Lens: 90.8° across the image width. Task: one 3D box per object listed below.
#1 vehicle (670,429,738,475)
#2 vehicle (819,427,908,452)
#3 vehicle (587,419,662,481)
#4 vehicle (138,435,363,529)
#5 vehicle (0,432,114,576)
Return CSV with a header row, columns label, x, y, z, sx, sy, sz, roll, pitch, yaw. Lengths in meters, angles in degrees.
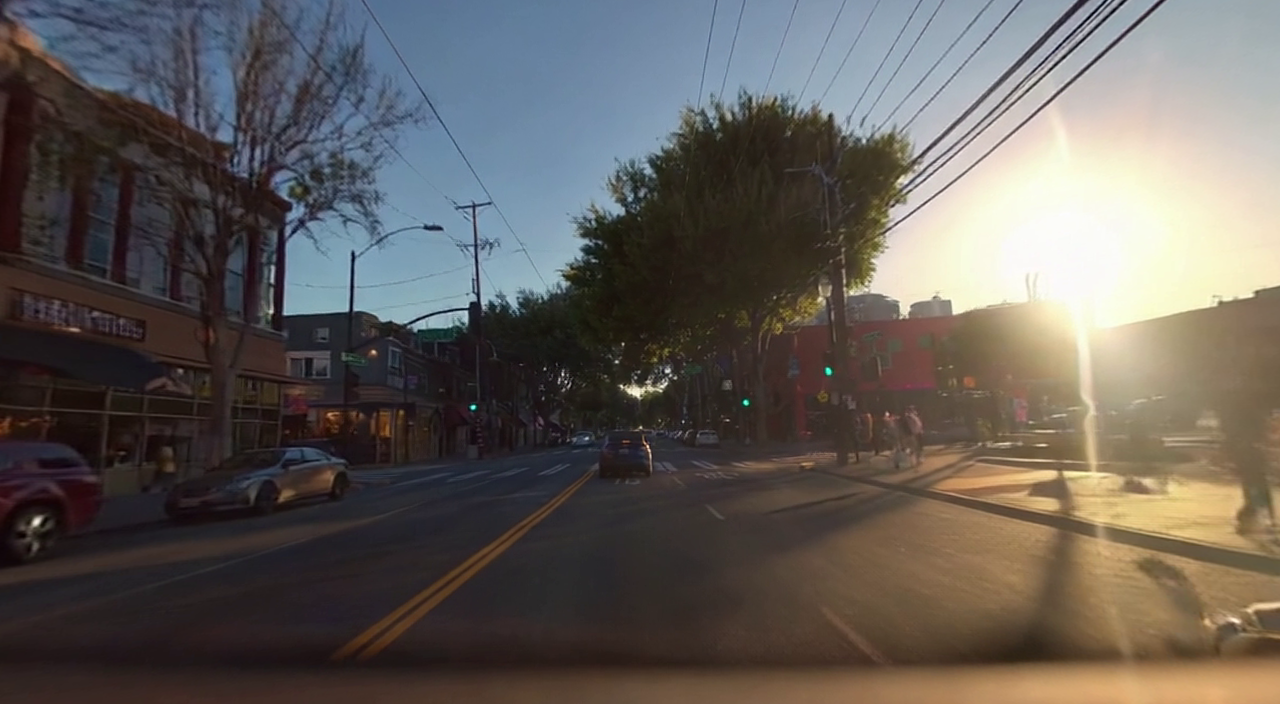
label,x,y,z,sx,sy,sz,roll,pitch,yaw
vehicle,2.294,3.749,23.909,1.998,1.580,4.015,0,-8,-2
vehicle,13.638,5.351,38.651,4.713,1.493,1.875,0,-8,-2
vehicle,-0.530,3.357,21.794,2.301,1.854,4.919,0,-8,-1
vehicle,-9.713,3.251,16.649,2.048,1.985,6.011,1,-8,0
vehicle,-9.616,1.901,7.519,1.980,1.931,5.487,1,-8,-1
